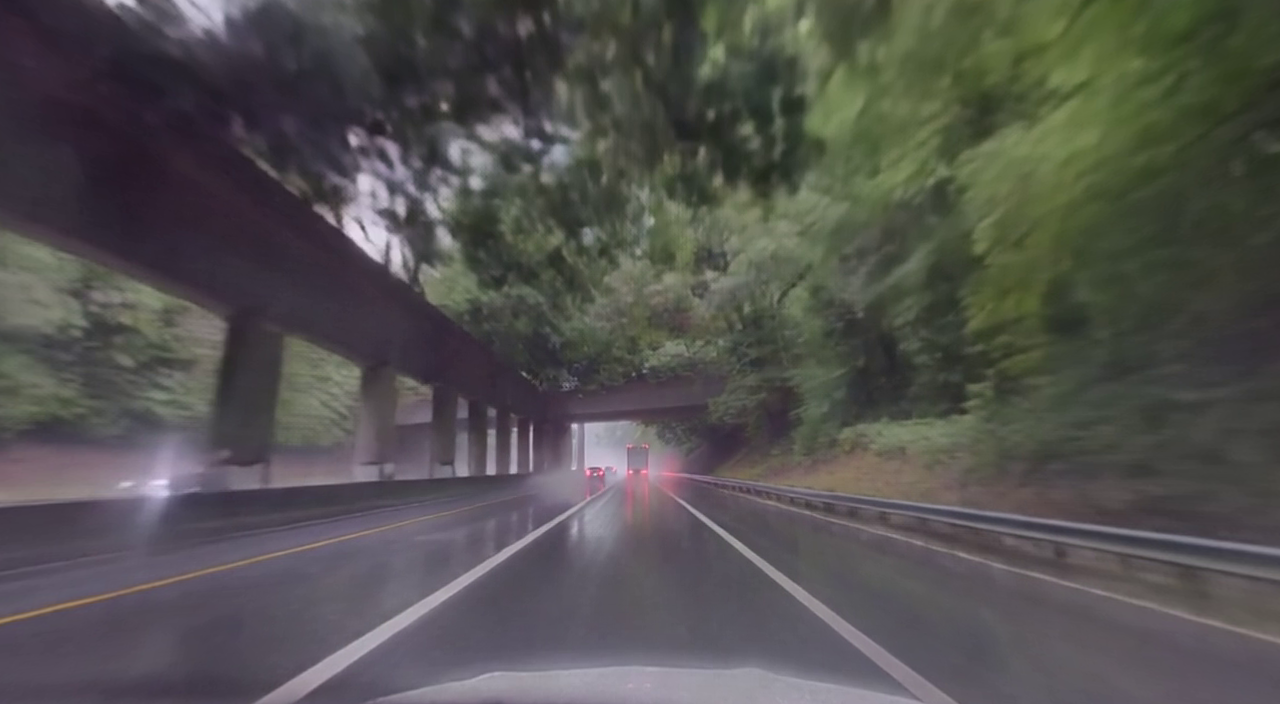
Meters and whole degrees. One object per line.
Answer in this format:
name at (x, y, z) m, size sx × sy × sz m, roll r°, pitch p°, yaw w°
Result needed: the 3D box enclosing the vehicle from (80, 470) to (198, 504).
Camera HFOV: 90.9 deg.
vehicle at (-24.072, 6.474, 30.540) m, size 1.896 × 1.469 × 4.624 m, roll 1°, pitch -10°, yaw 0°
